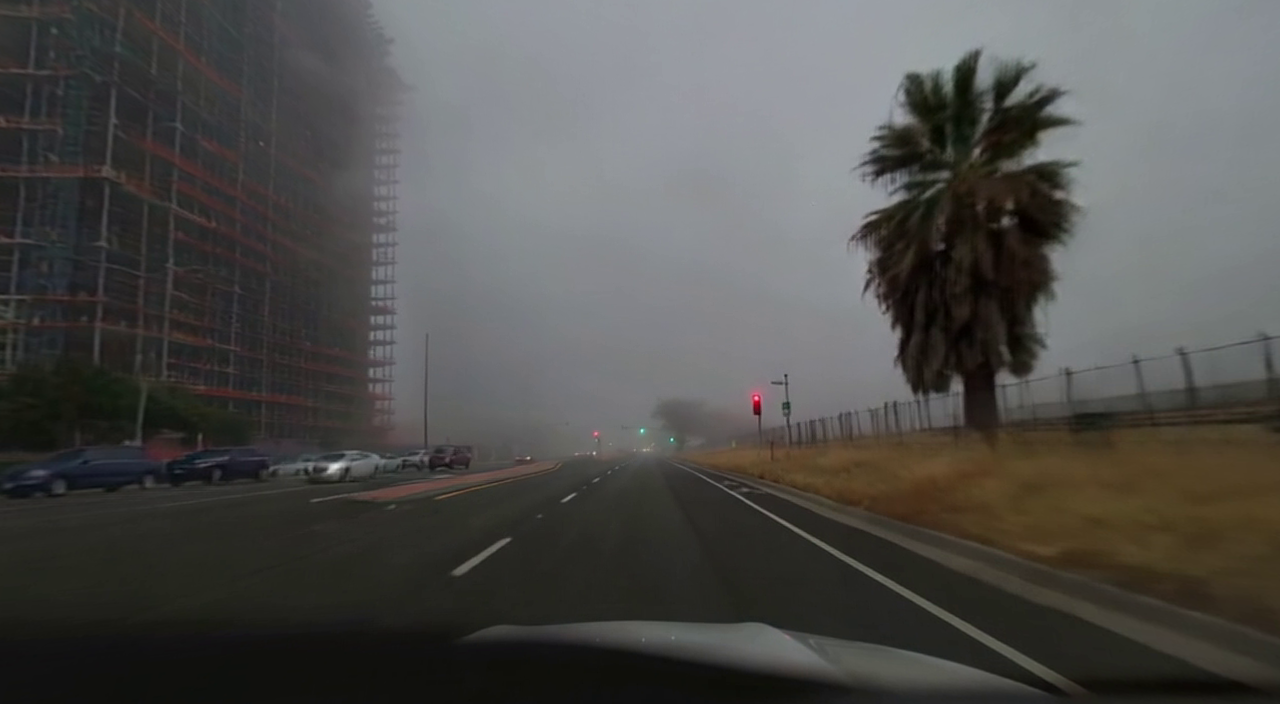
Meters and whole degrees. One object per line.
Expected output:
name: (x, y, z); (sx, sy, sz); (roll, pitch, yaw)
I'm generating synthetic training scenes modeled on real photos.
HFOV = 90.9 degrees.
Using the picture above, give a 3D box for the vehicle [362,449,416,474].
vehicle: (-19.255, 8.398, 48.657); (1.956, 1.659, 5.546); (-2, -8, 0)

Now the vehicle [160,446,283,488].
vehicle: (-19.459, 5.327, 29.645); (2.378, 1.783, 4.912); (0, -9, 0)

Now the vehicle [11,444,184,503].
vehicle: (-19.540, 4.340, 23.070); (2.105, 1.805, 4.641); (-3, -8, 2)

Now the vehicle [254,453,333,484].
vehicle: (-19.274, 6.472, 35.335); (1.836, 1.418, 4.956); (-2, -7, -2)

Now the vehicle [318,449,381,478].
vehicle: (-19.234, 7.355, 41.985); (1.985, 1.625, 4.749); (-2, -7, -1)
